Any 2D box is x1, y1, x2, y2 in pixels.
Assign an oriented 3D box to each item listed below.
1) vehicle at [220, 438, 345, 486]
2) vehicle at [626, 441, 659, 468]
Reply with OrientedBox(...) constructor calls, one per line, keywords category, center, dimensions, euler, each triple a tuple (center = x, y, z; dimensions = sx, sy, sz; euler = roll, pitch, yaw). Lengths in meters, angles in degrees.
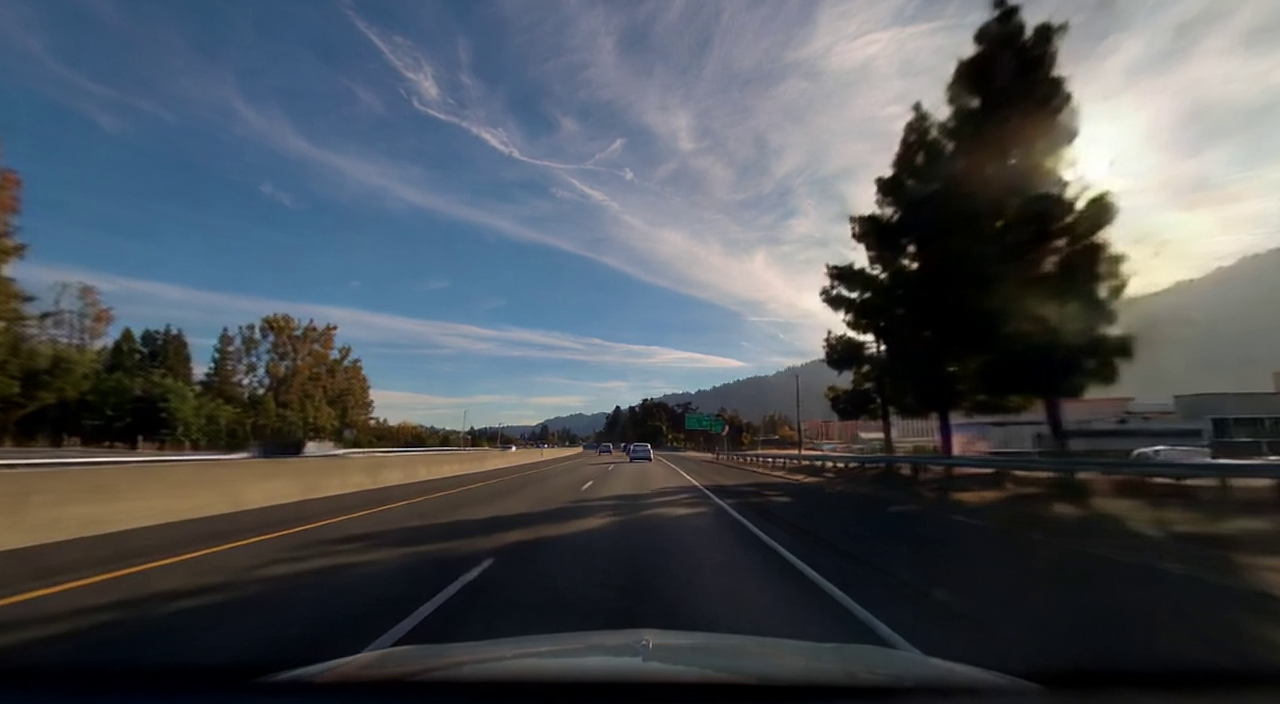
OrientedBox(category="vehicle", center=(-13.605, 4.198, 24.296), dimensions=(2.236, 1.670, 4.389), euler=(0, -8, 0))
OrientedBox(category="vehicle", center=(0.139, 6.635, 40.871), dimensions=(2.029, 1.666, 4.064), euler=(0, -8, -1))
